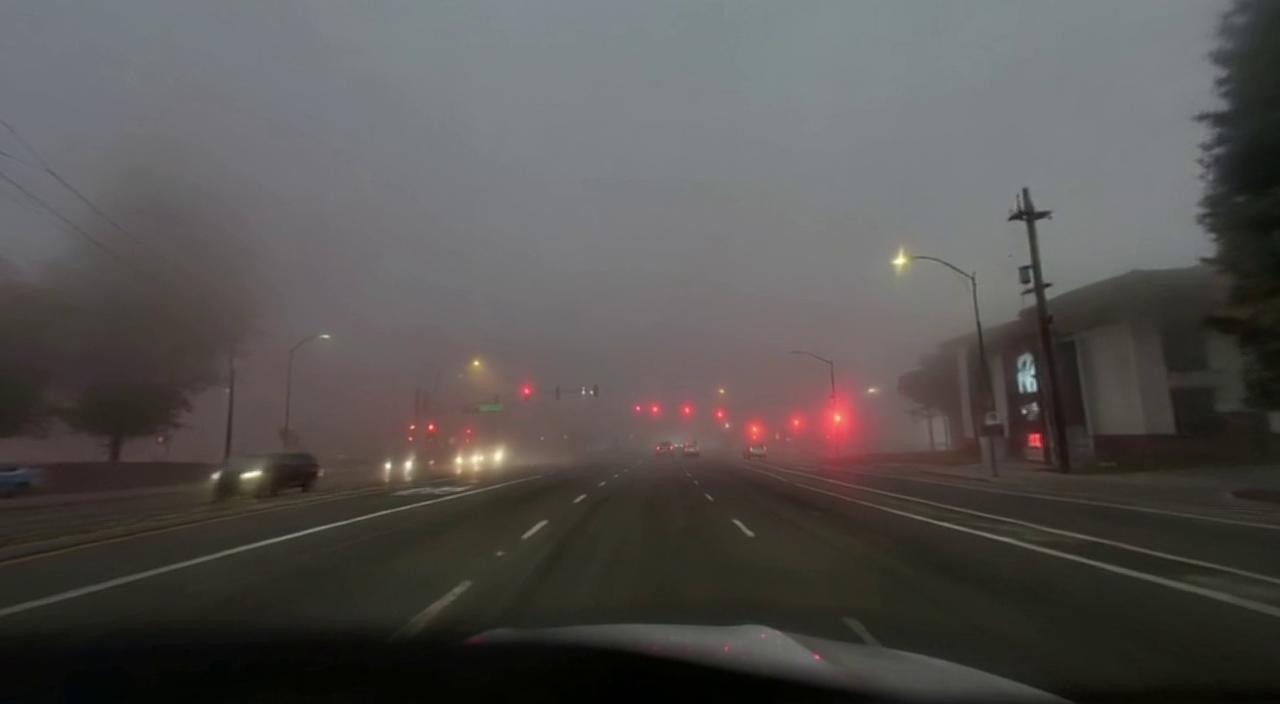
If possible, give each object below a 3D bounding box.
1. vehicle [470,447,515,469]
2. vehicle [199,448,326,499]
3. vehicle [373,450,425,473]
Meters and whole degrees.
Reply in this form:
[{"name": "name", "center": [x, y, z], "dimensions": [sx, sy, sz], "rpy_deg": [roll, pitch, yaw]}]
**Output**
[{"name": "vehicle", "center": [-10.442, 7.515, 44.987], "dimensions": [1.943, 1.463, 4.707], "rpy_deg": [-1, -9, 2]}, {"name": "vehicle", "center": [-13.943, 4.461, 23.683], "dimensions": [1.940, 1.690, 4.447], "rpy_deg": [0, -9, 1]}, {"name": "vehicle", "center": [-17.554, 7.991, 46.181], "dimensions": [1.939, 1.500, 4.547], "rpy_deg": [-1, -9, 1]}]
